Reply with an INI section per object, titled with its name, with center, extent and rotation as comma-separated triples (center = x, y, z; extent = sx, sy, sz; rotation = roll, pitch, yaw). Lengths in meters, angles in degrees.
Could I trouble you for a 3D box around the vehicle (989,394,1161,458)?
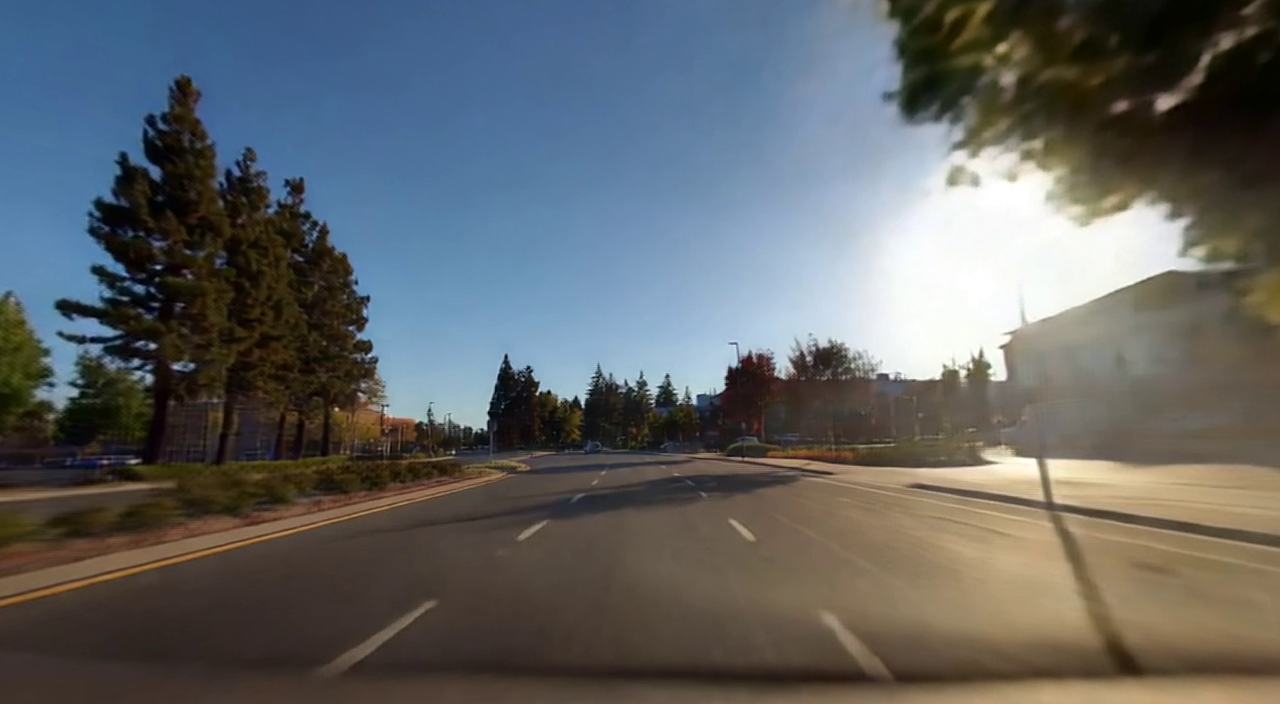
[vehicle]
center = 23.408, 4.048, 34.067
extent = 7.144, 3.248, 2.873
rotation = 1, -9, -3
